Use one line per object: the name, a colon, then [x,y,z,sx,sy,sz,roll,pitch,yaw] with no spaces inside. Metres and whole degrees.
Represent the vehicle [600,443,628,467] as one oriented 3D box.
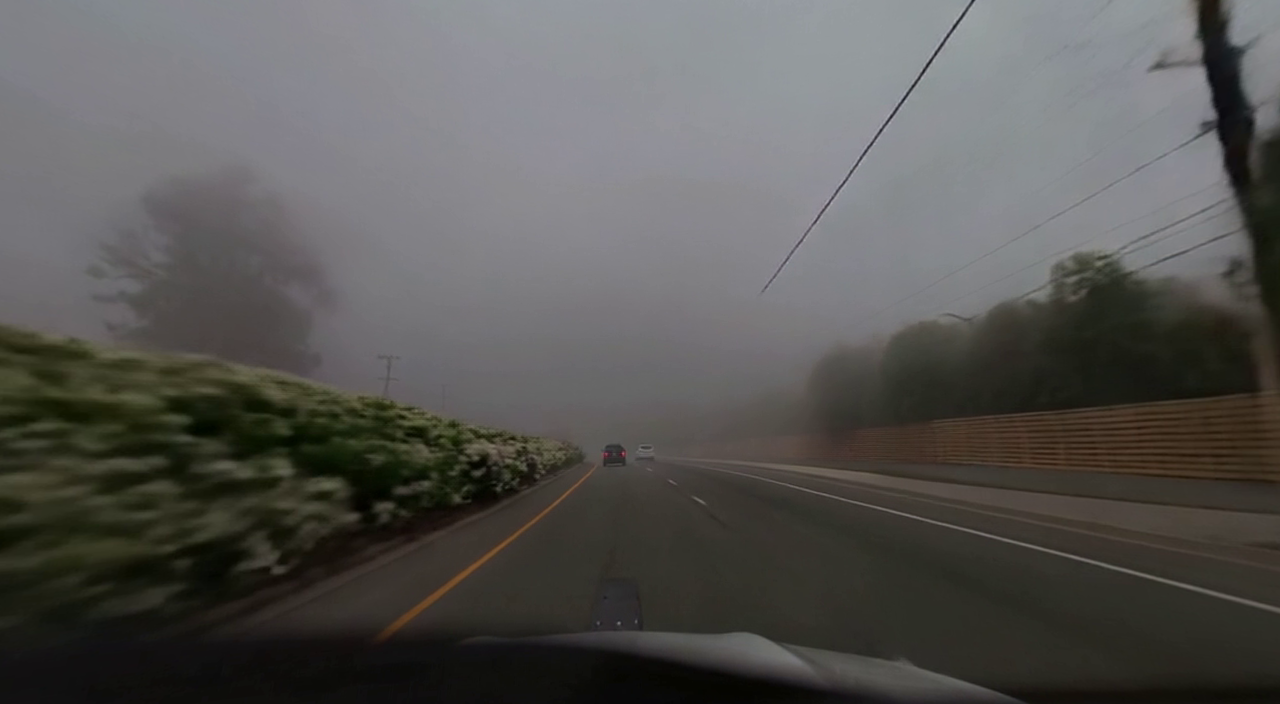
vehicle: [-1.935,7.520,46.200,2.005,1.633,4.044,0,-9,-3]
